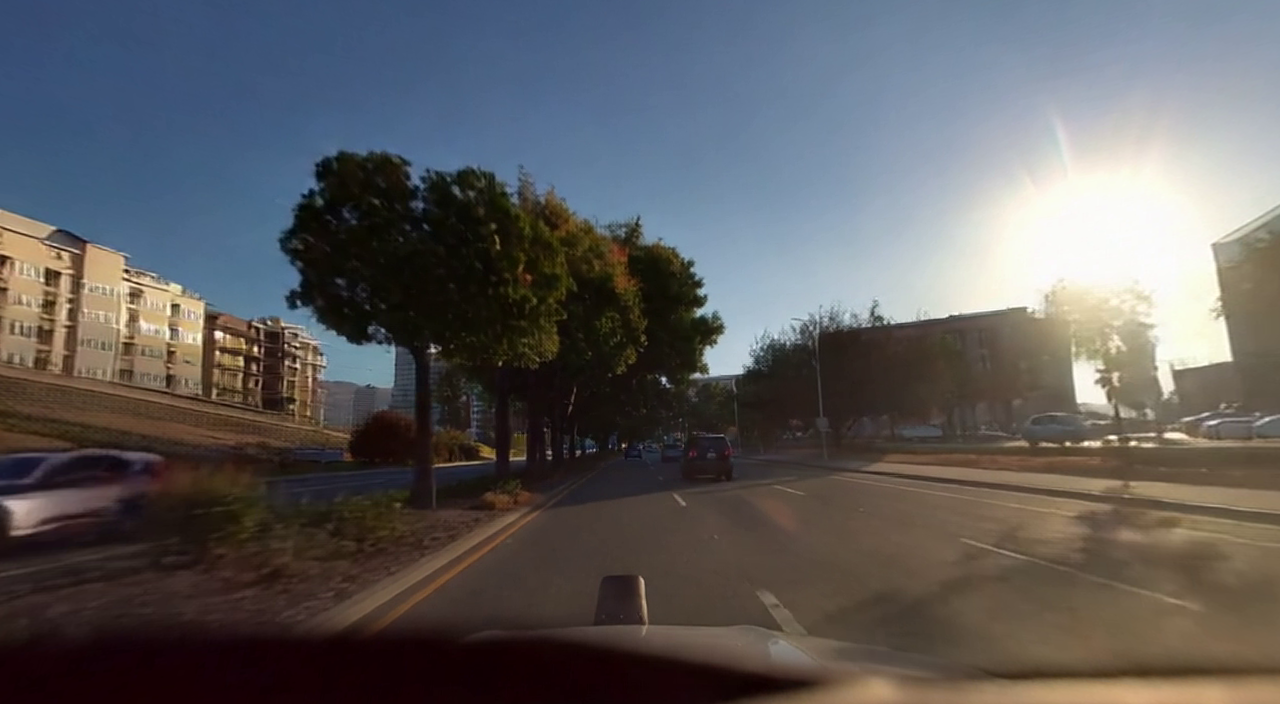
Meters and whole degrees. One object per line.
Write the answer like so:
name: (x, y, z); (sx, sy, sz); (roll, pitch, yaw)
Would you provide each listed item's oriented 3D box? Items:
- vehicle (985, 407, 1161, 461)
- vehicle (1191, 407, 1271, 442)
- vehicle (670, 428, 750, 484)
vehicle: (19.198, 3.809, 28.517); (2.305, 2.084, 6.115); (1, -10, -21)
vehicle: (37.824, 4.760, 40.630); (2.235, 2.018, 6.593); (-5, -10, 30)
vehicle: (2.686, 4.227, 25.872); (2.559, 2.017, 5.562); (0, -9, -1)
